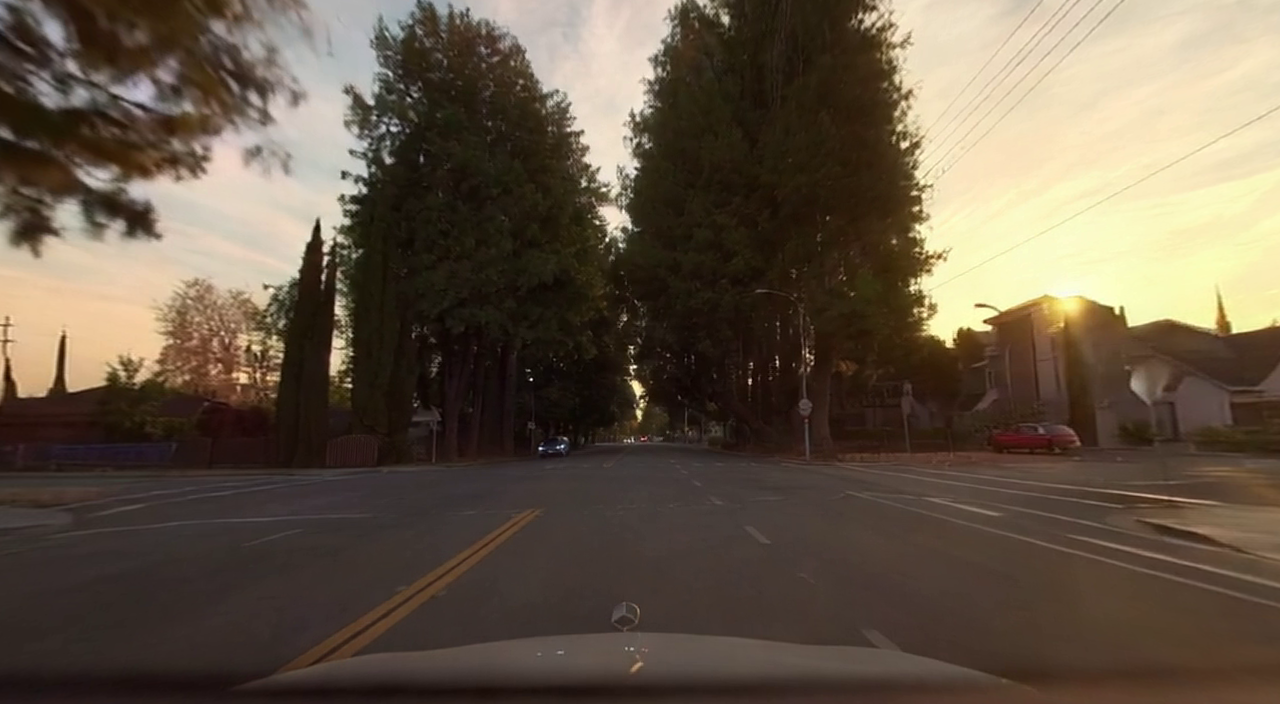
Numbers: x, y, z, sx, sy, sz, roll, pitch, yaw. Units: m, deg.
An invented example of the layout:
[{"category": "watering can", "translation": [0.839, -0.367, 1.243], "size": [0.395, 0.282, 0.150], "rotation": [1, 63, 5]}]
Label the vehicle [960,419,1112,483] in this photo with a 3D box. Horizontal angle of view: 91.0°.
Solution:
[{"category": "vehicle", "translation": [13.245, 3.286, 21.022], "size": [4.771, 1.912, 2.137], "rotation": [5, -10, -29]}]

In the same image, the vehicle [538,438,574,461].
[{"category": "vehicle", "translation": [-6.560, 7.685, 49.762], "size": [2.038, 1.743, 4.381], "rotation": [-1, -8, 3]}]
